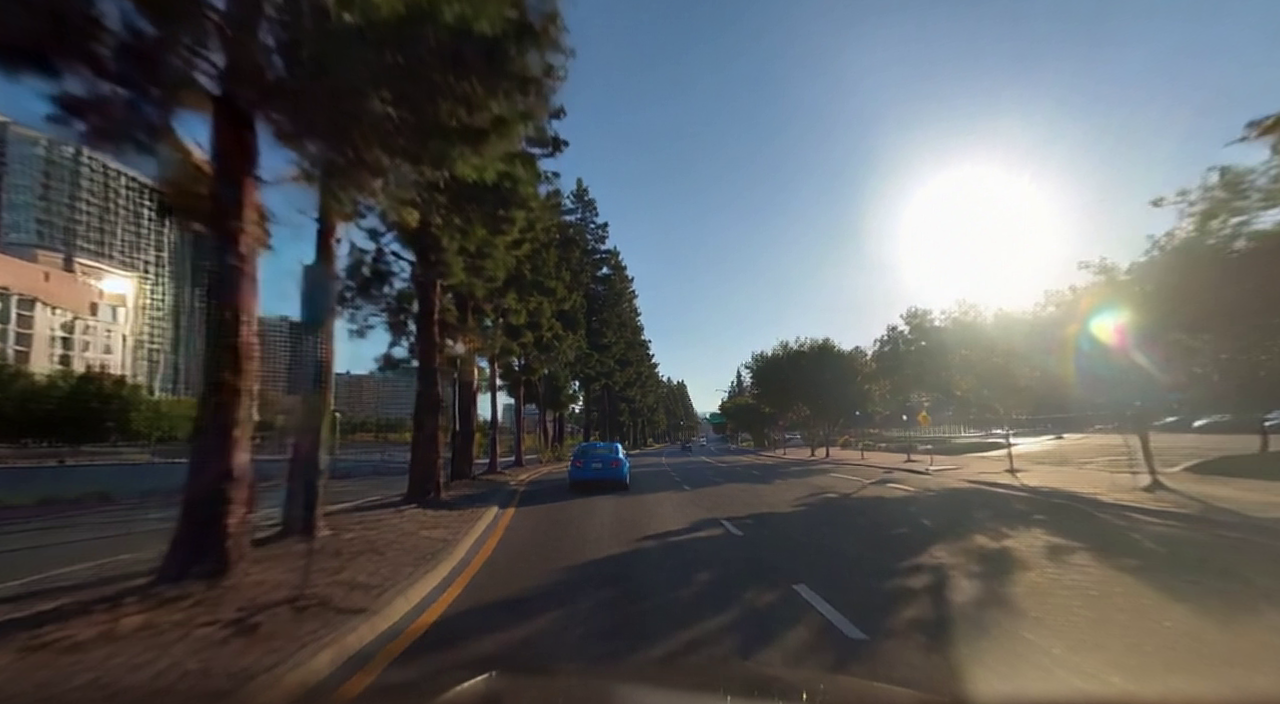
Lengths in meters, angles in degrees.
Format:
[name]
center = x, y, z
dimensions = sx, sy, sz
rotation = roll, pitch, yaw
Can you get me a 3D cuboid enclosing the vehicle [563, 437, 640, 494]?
[vehicle]
center = -1.179, 3.359, 19.178
dimensions = 2.042, 1.479, 4.601
rotation = 0, -8, -4
